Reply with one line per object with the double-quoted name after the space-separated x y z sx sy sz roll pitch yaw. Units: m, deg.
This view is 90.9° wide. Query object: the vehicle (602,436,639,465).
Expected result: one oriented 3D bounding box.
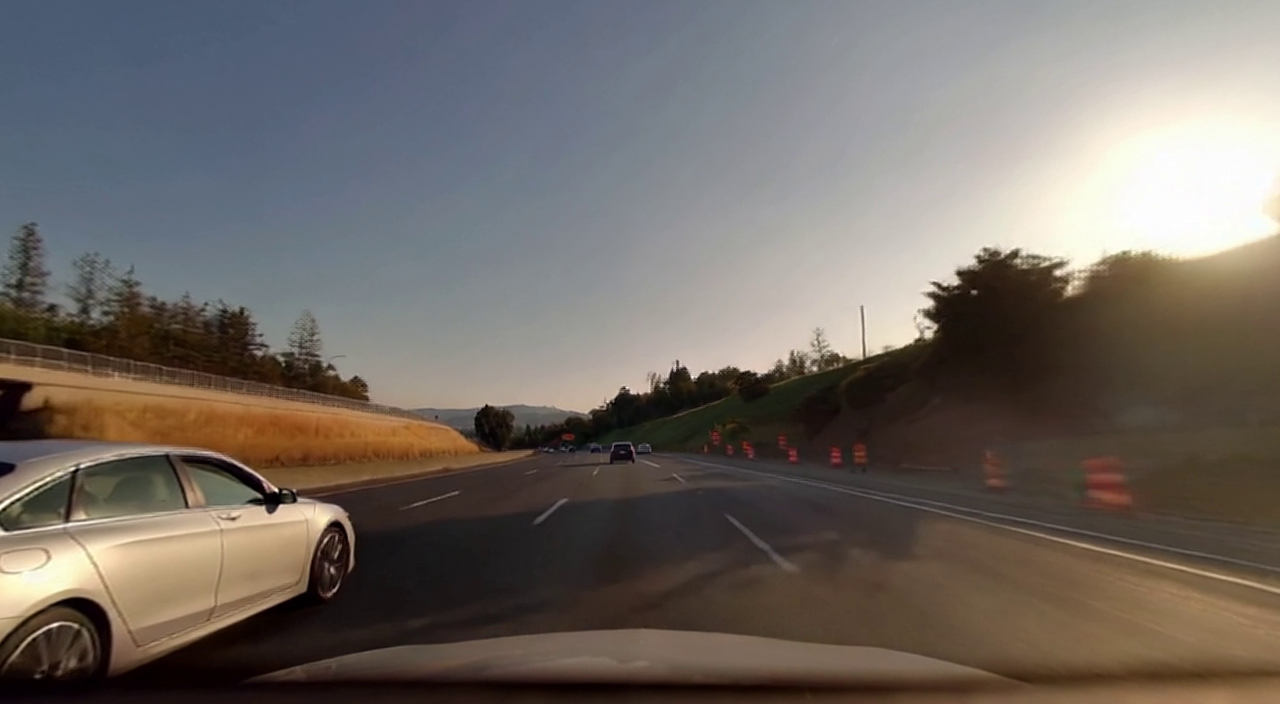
-1.352 6.561 42.290 2.328 1.805 4.502 0 -8 -3 "vehicle"
